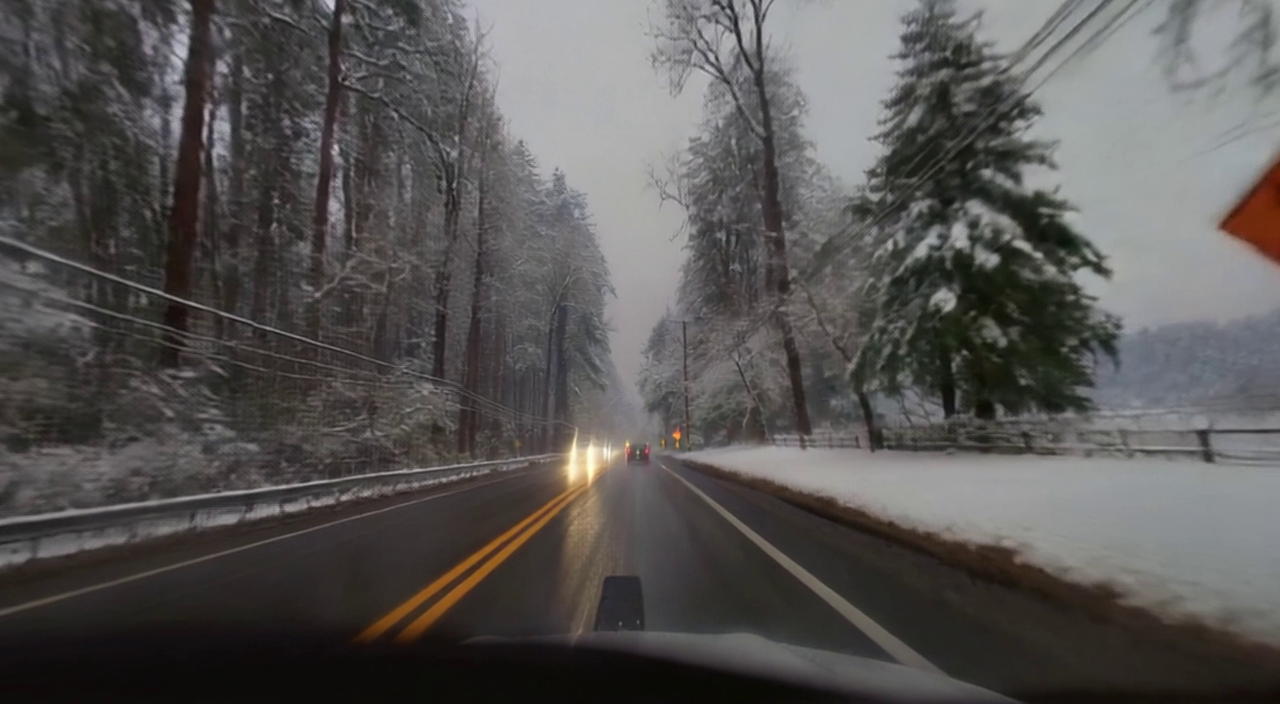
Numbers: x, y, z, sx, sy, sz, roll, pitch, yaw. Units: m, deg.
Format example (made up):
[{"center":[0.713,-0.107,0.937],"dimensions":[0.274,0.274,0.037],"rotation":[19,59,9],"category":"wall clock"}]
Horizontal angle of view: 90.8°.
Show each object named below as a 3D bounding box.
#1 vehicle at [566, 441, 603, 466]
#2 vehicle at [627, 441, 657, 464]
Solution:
[{"center":[-3.668,6.814,42.557],"dimensions":[1.987,1.526,4.205],"rotation":[0,-9,2],"category":"vehicle"},{"center":[0.121,7.114,44.821],"dimensions":[2.067,1.486,3.861],"rotation":[0,-9,0],"category":"vehicle"}]
